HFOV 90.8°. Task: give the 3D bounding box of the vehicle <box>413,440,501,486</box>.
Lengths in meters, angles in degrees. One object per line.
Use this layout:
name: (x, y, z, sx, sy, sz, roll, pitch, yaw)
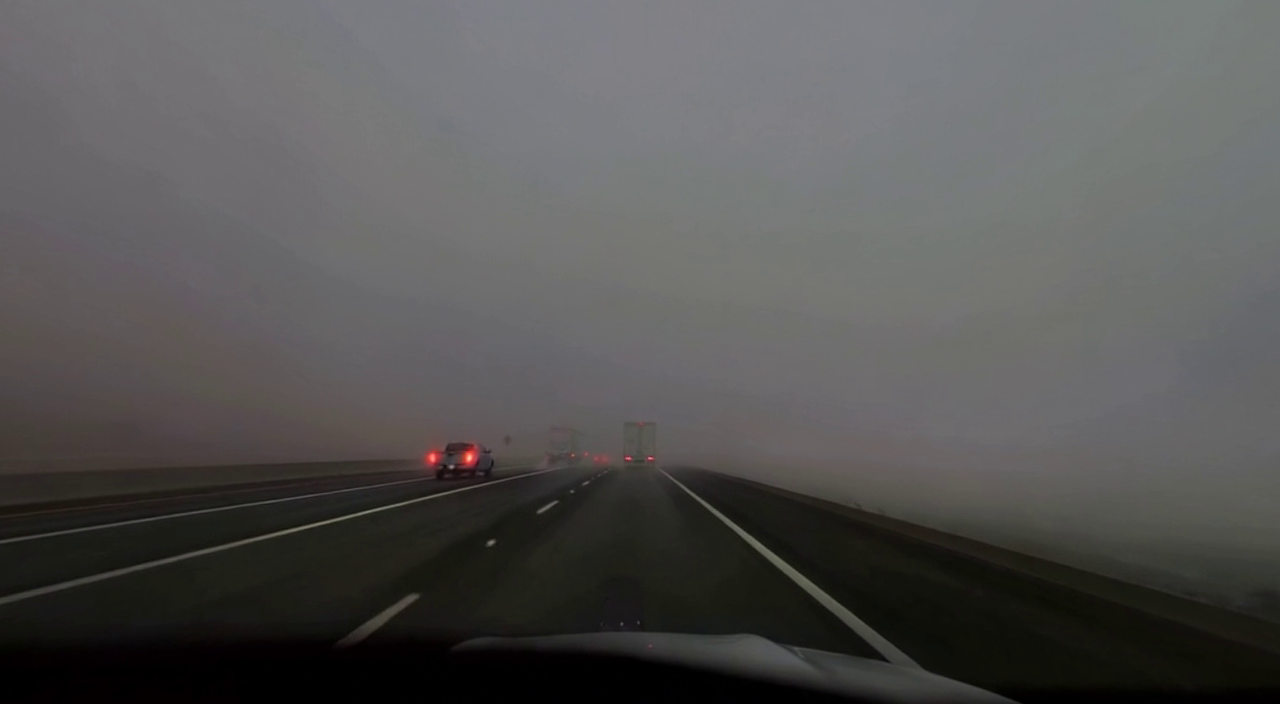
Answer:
vehicle: (-7.312, 4.510, 25.804, 2.067, 1.676, 4.789, 0, -9, 1)
